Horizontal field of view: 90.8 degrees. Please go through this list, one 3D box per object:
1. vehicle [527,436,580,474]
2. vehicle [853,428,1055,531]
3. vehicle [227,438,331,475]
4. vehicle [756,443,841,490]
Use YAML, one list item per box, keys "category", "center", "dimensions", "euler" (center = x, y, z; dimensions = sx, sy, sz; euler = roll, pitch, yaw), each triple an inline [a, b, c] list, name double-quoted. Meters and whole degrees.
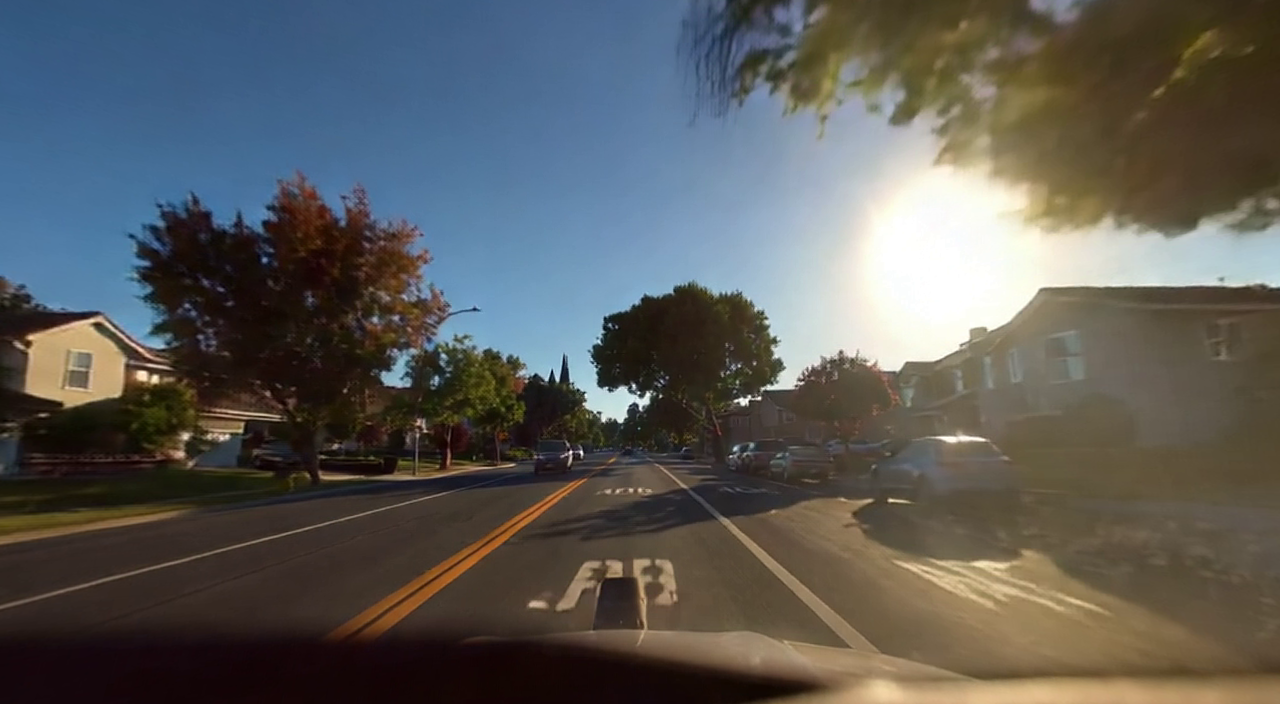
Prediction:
- category: "vehicle"
  center: [-4.509, 5.443, 33.741]
  dimensions: [2.050, 1.841, 5.290]
  euler: [0, -8, 0]
- category: "vehicle"
  center: [6.588, 2.692, 13.992]
  dimensions: [2.099, 1.878, 4.476]
  euler: [0, -8, -1]
- category: "vehicle"
  center: [-21.110, 6.118, 37.148]
  dimensions: [4.461, 2.065, 2.574]
  euler: [0, -8, -2]
- category: "vehicle"
  center: [6.294, 4.575, 25.688]
  dimensions: [2.226, 1.682, 4.461]
  euler: [0, -8, -1]
